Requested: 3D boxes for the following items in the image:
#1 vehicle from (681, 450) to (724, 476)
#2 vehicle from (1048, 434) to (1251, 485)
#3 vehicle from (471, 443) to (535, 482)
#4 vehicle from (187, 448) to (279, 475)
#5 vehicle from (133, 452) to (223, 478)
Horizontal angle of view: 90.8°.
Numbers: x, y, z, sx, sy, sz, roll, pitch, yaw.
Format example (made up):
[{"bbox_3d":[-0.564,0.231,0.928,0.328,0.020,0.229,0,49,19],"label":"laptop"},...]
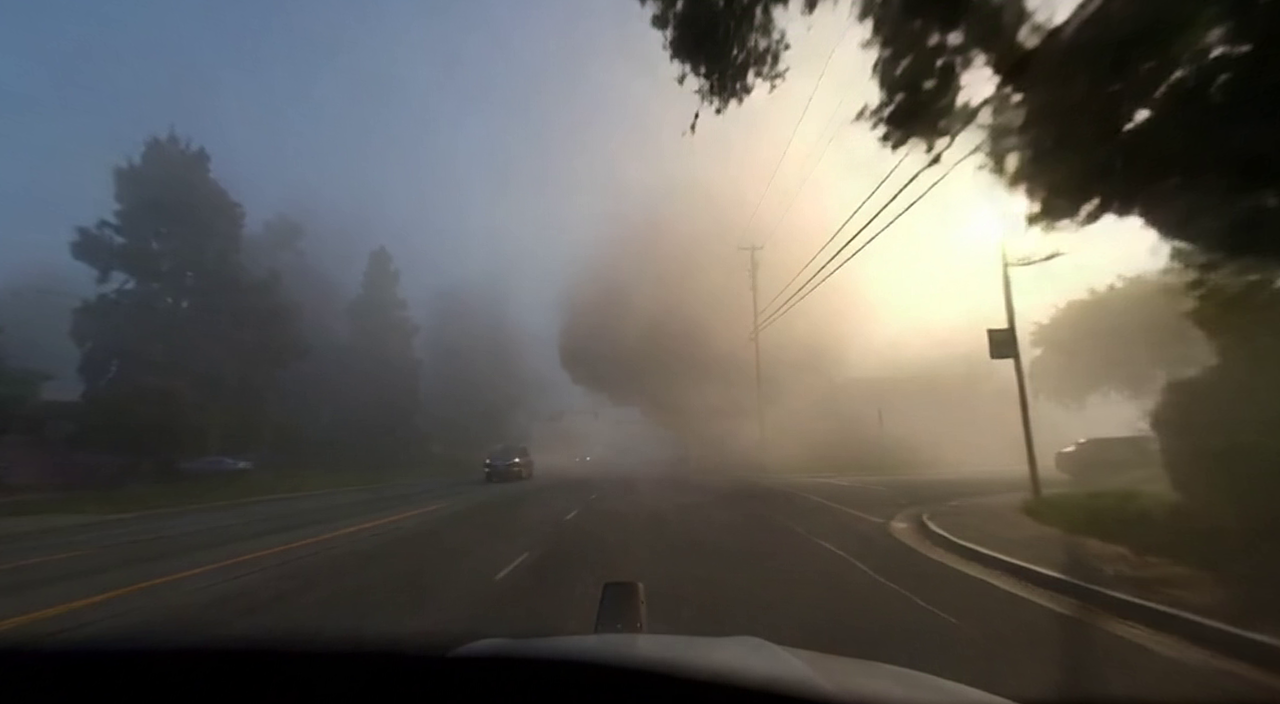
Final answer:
[{"bbox_3d":[3.756,6.733,38.626,2.031,1.500,4.590,0,-9,-1],"label":"vehicle"},{"bbox_3d":[15.760,3.338,19.741,4.628,1.484,1.946,0,-9,-1],"label":"vehicle"},{"bbox_3d":[-6.771,5.515,31.748,2.092,1.810,4.882,0,-9,0],"label":"vehicle"},{"bbox_3d":[-28.581,7.688,44.480,4.750,1.845,2.382,0,-9,-1],"label":"vehicle"},{"bbox_3d":[-28.352,6.965,38.892,1.780,1.467,3.992,-2,-10,21],"label":"vehicle"}]
